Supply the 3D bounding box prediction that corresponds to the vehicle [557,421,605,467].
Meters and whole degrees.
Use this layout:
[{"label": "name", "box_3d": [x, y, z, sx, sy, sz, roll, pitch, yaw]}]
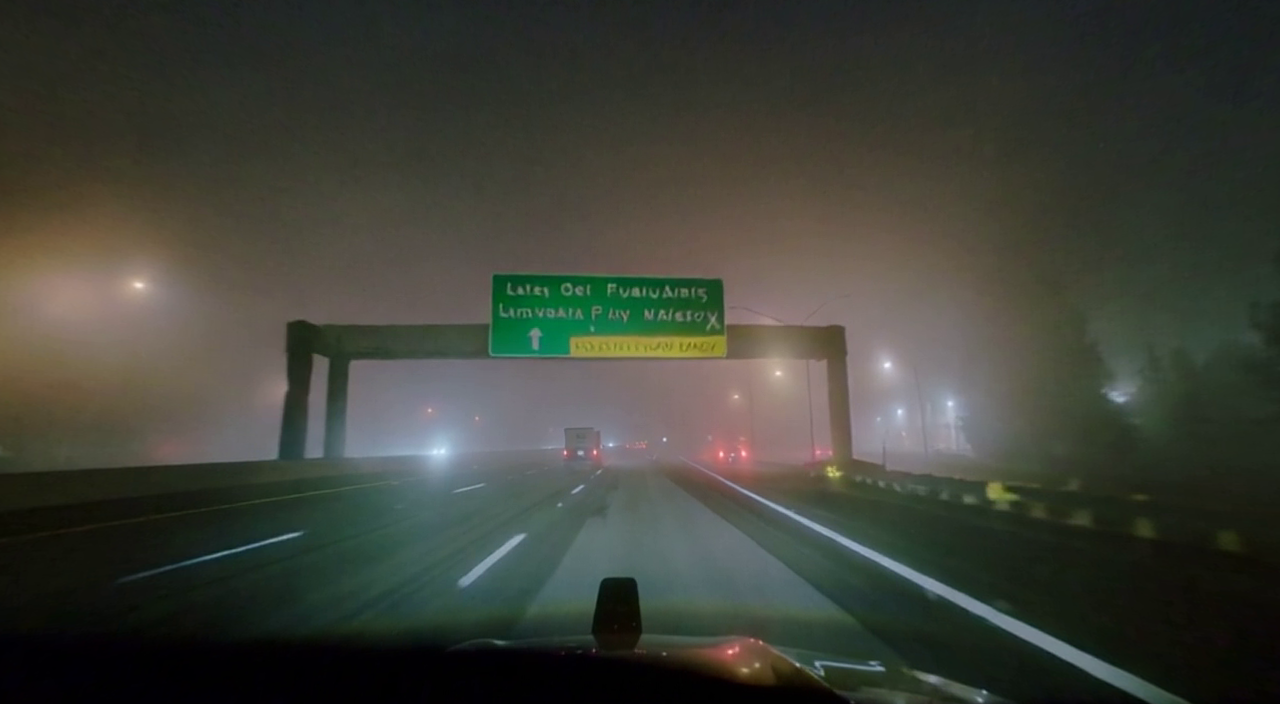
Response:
[{"label": "vehicle", "box_3d": [-4.016, 6.443, 44.320, 2.881, 2.937, 7.045, 0, -8, -2]}]
